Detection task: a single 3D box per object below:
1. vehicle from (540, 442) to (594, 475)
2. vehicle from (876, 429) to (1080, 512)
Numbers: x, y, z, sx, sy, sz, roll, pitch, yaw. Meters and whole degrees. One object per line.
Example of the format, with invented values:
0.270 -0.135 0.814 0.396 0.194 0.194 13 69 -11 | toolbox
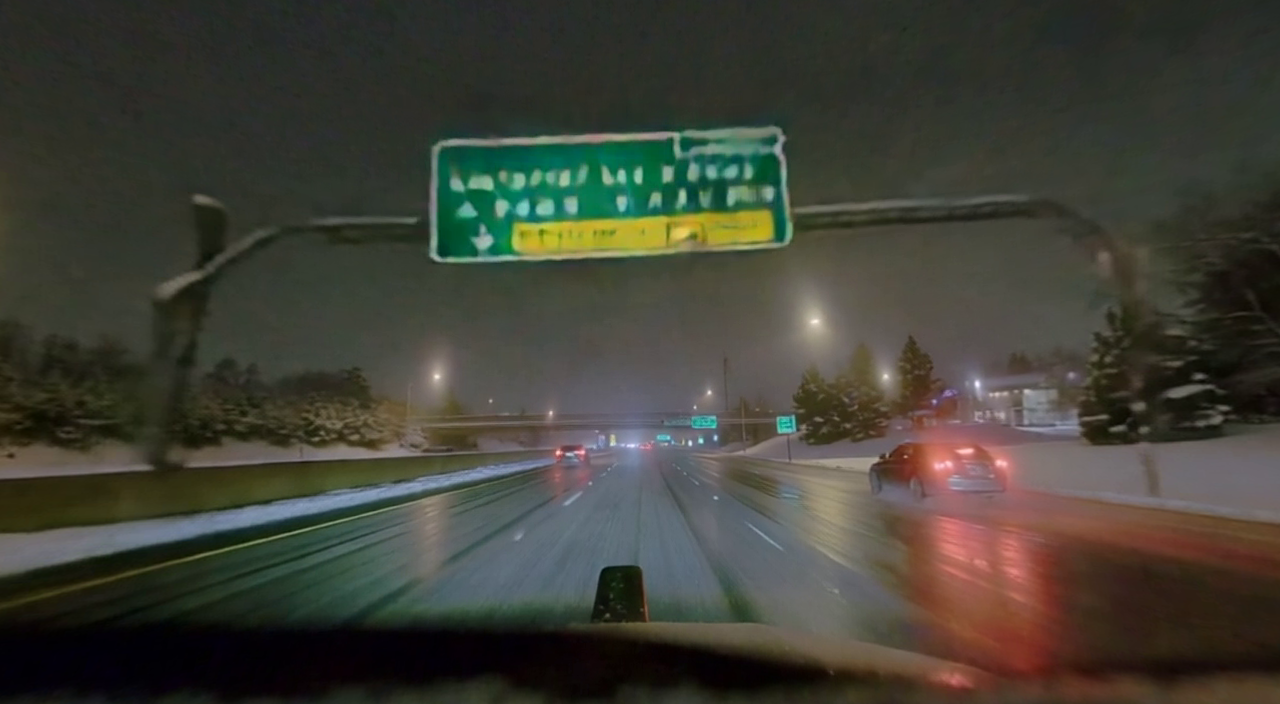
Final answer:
-3.616 5.391 31.931 2.055 1.533 4.604 0 -8 2 | vehicle
7.482 2.663 14.648 2.032 1.601 4.863 0 -9 0 | vehicle
